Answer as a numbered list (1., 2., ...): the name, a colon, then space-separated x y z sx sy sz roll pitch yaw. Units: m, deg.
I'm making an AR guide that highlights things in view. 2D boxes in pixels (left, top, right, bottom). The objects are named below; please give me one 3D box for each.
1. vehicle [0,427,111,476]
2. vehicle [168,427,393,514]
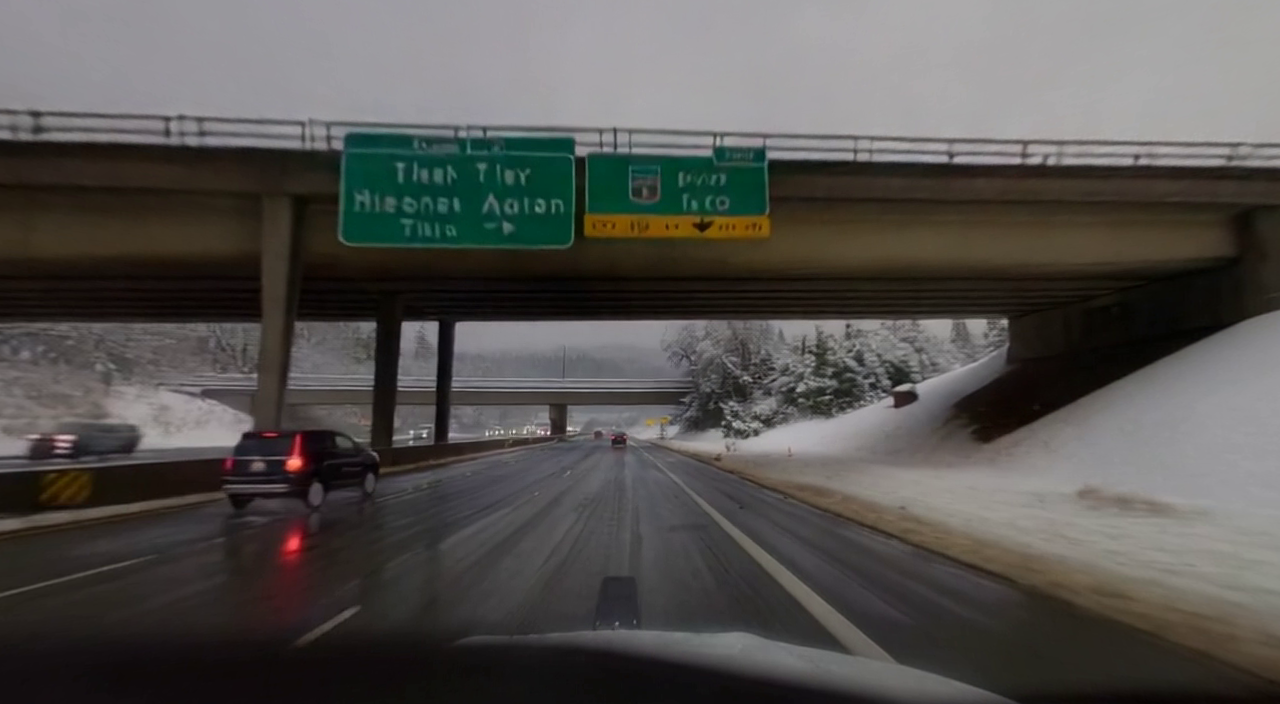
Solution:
1. vehicle: -21.960 3.579 22.862 1.840 1.602 4.123 0 -8 -1
2. vehicle: -7.247 2.389 13.386 2.216 1.522 4.412 0 -8 0
